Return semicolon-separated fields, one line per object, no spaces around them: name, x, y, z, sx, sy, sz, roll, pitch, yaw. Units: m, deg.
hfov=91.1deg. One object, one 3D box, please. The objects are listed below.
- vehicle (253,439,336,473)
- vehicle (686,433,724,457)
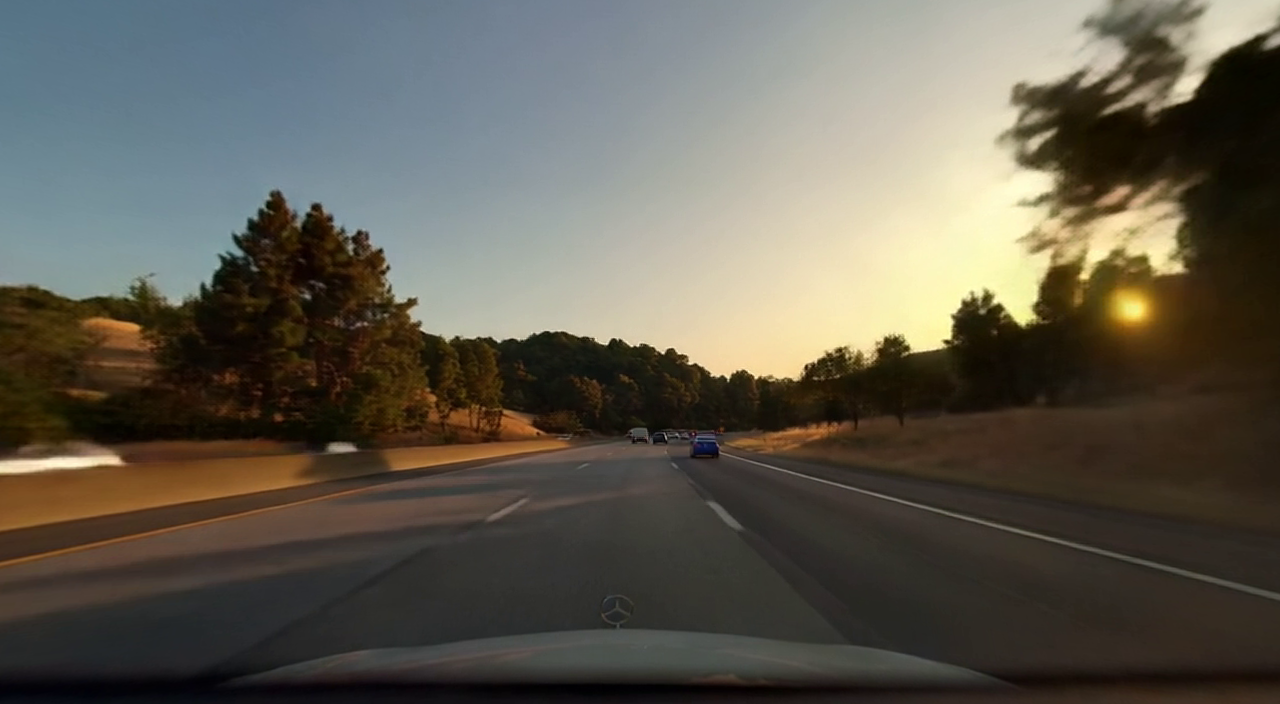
vehicle;-16.305;4.875;29.889;1.772;1.478;3.750;0;-8;0
vehicle;4.126;5.985;40.572;1.982;1.452;4.294;0;-8;0
